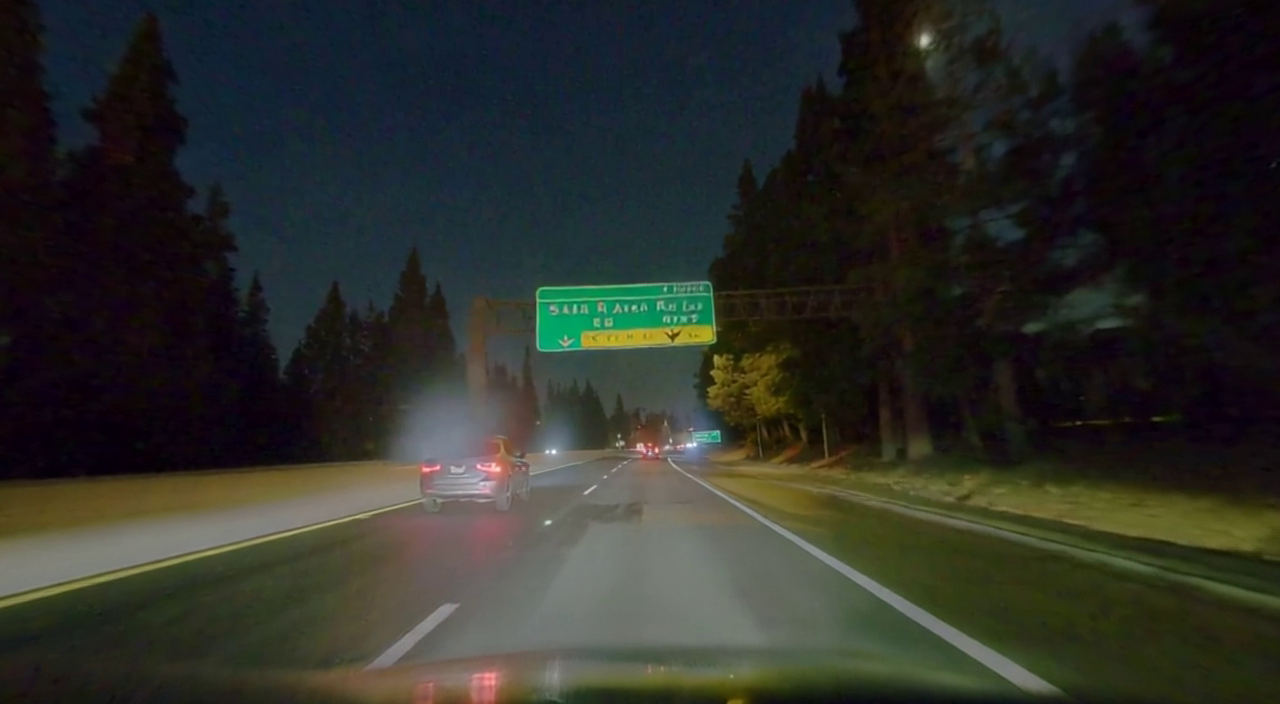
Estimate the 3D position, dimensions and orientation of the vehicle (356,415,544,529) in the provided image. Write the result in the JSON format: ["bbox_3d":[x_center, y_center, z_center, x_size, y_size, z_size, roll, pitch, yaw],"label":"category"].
[{"bbox_3d":[-3.538,2.402,13.249,2.143,1.851,5.817,0,-9,0],"label":"vehicle"}]
